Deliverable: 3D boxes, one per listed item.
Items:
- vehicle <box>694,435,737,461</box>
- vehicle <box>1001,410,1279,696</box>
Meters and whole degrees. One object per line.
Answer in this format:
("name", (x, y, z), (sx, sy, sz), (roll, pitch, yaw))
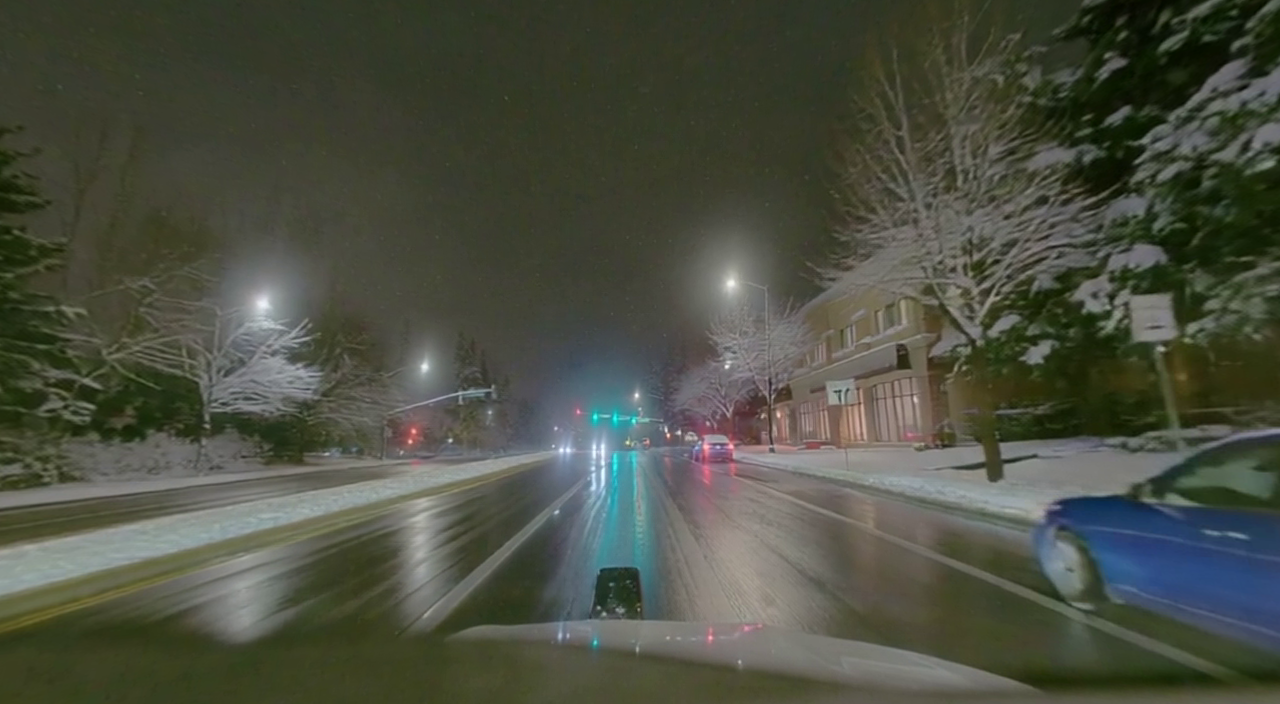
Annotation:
("vehicle", (4.540, 5.855, 38.531), (1.942, 1.469, 4.049), (0, -8, -3))
("vehicle", (4.313, 1.017, 3.214), (2.093, 1.446, 4.761), (0, -8, -1))
